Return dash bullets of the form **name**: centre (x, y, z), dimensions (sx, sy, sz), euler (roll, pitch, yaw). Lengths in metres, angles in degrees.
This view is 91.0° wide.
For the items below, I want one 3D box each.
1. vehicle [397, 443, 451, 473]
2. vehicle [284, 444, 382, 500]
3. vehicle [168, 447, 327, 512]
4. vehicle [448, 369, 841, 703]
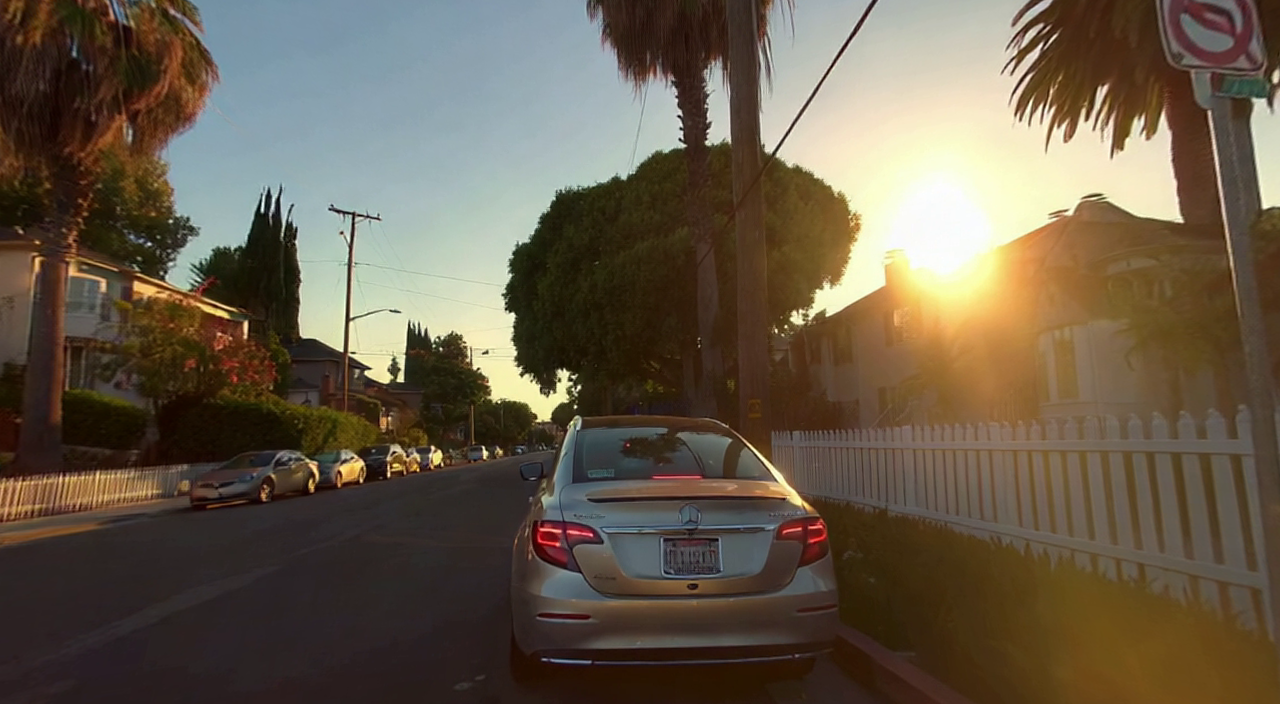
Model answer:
- **vehicle**: centre (-13.165, 6.465, 38.704), dimensions (2.060, 1.689, 4.999), euler (1, -8, -7)
- **vehicle**: centre (-12.159, 4.713, 25.288), dimensions (2.048, 1.485, 4.757), euler (-4, -4, -7)
- **vehicle**: centre (-11.392, 3.658, 18.803), dimensions (2.017, 1.627, 5.039), euler (1, -8, -7)
- **vehicle**: centre (-0.135, 1.213, 5.001), dimensions (1.894, 1.695, 3.795), euler (1, -8, -5)
